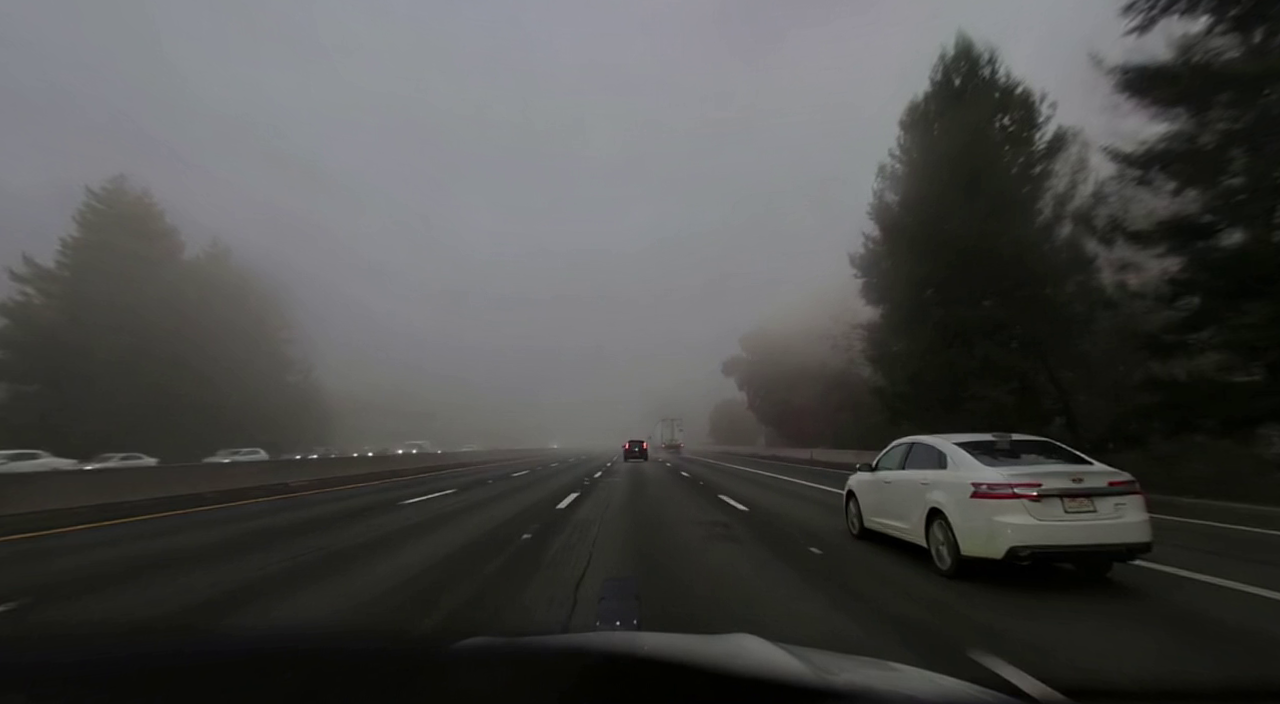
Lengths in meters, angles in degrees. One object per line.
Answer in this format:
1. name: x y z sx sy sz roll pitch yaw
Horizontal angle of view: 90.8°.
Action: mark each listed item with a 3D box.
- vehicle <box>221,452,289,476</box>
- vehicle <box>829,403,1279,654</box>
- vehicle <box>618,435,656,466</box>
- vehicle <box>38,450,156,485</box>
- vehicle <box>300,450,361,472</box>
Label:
1. vehicle: -25.299 7.330 41.697 1.818 1.454 4.326 0 -8 -1
2. vehicle: 3.589 1.451 6.299 1.950 1.596 4.326 0 -8 -1
3. vehicle: -0.228 6.385 41.046 2.297 1.912 4.355 0 -8 -1
4. vehicle: -29.648 6.291 34.786 1.918 1.727 5.141 0 -8 0
5. vehicle: -22.187 7.825 45.508 1.986 1.484 4.683 0 -8 0
